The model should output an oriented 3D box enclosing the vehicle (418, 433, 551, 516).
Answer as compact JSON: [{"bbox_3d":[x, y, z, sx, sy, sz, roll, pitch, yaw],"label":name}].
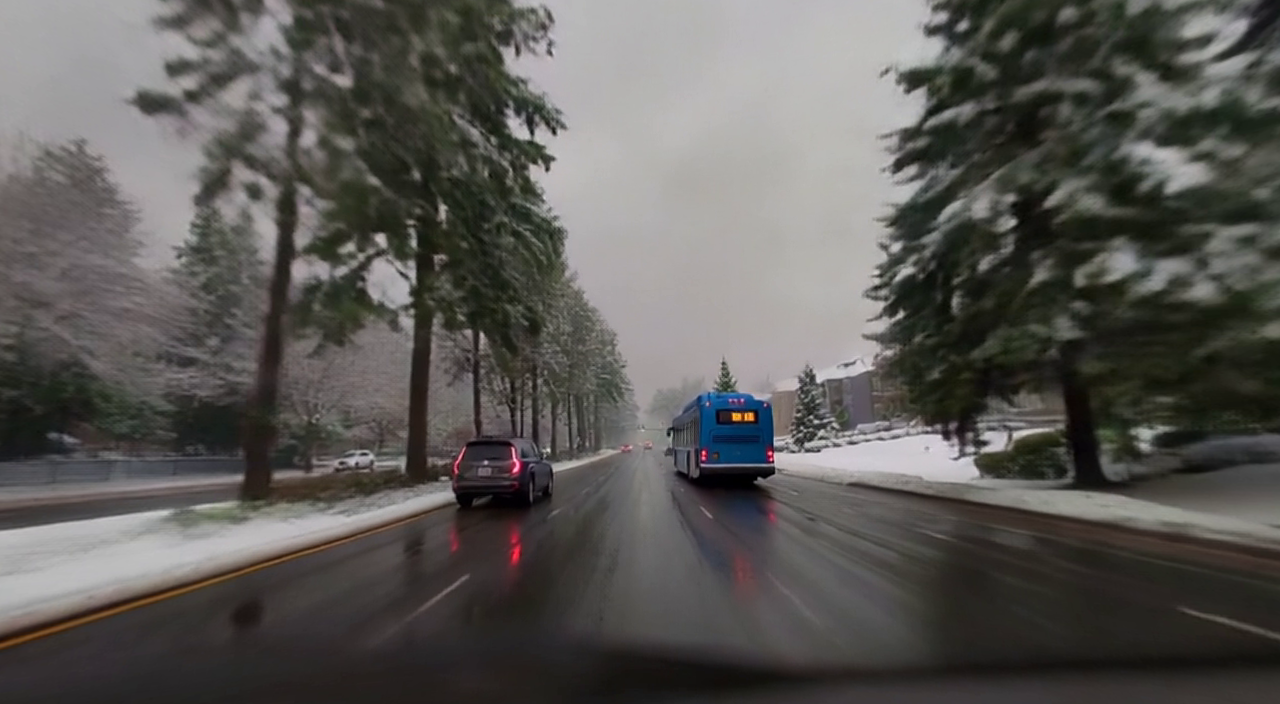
[{"bbox_3d":[-3.663,2.969,15.741,2.111,1.767,4.333,0,-8,1],"label":"vehicle"}]

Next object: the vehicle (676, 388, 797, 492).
[{"bbox_3d":[3.404,3.719,26.254,3.072,3.278,12.747,0,-8,0],"label":"vehicle"}]

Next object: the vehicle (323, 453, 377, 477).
[{"bbox_3d":[-22.338,8.697,48.518,2.018,1.648,4.631,0,-8,-1],"label":"vehicle"}]
